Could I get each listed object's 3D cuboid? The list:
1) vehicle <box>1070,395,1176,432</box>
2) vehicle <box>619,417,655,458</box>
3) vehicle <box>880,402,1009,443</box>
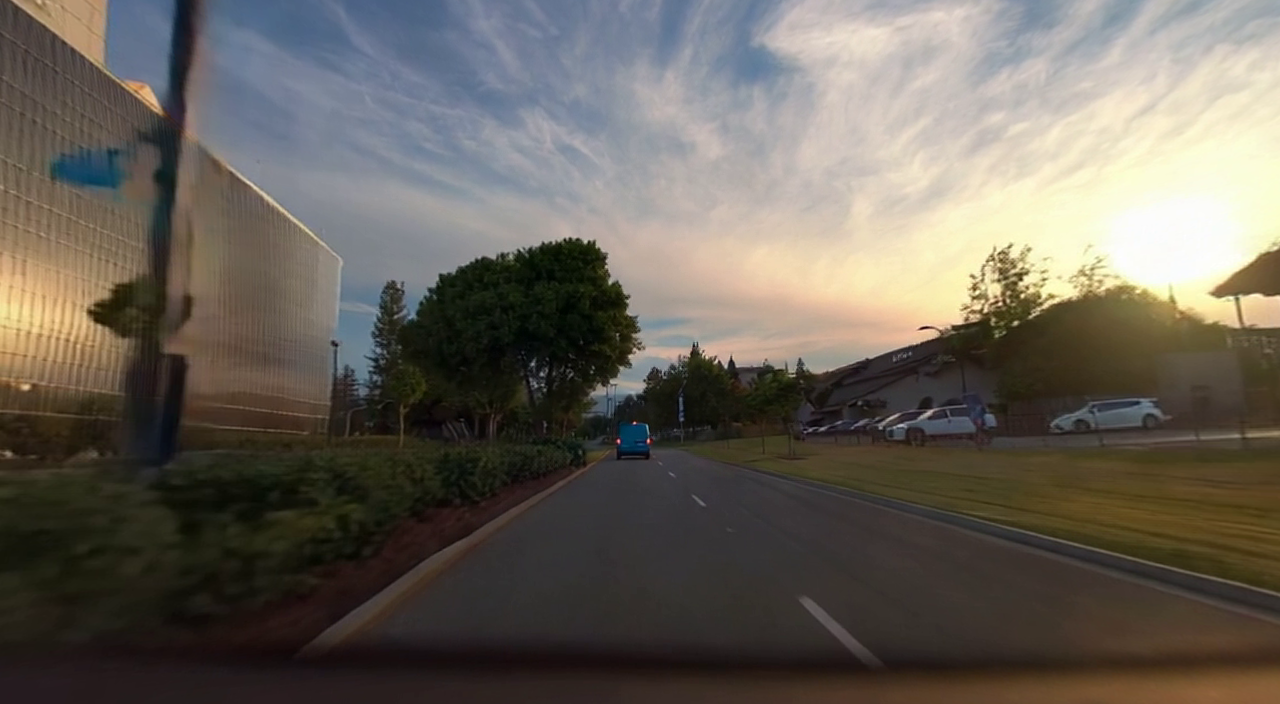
[{"bbox_3d":[23.056,2.960,30.149,3.556,1.469,1.774,-3,-8,-4],"label":"vehicle"},{"bbox_3d":[-0.227,6.166,45.532,2.435,2.816,5.232,0,-8,-1],"label":"vehicle"},{"bbox_3d":[12.234,2.859,25.484,4.184,1.578,1.976,0,-8,-4],"label":"vehicle"}]
